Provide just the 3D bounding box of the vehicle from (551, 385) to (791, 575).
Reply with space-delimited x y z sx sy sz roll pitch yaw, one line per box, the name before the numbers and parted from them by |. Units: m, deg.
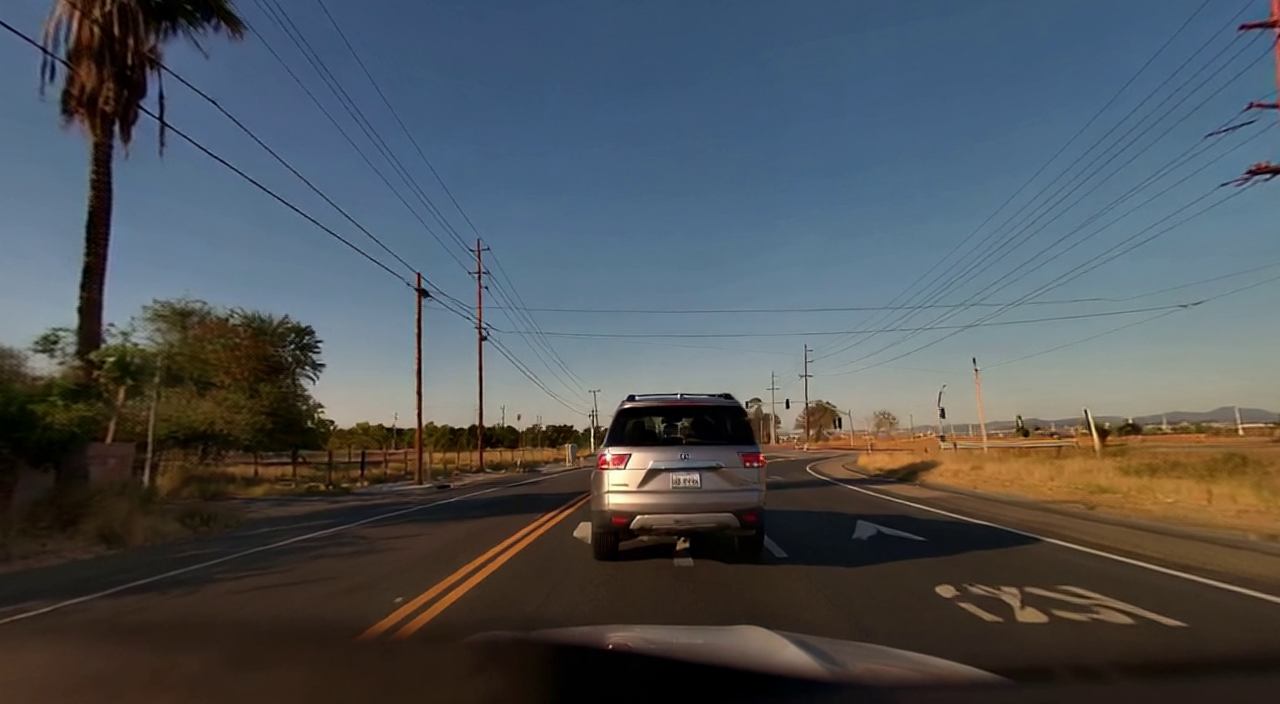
vehicle | 0.234 1.593 8.570 2.364 1.859 4.538 0 -9 -2
